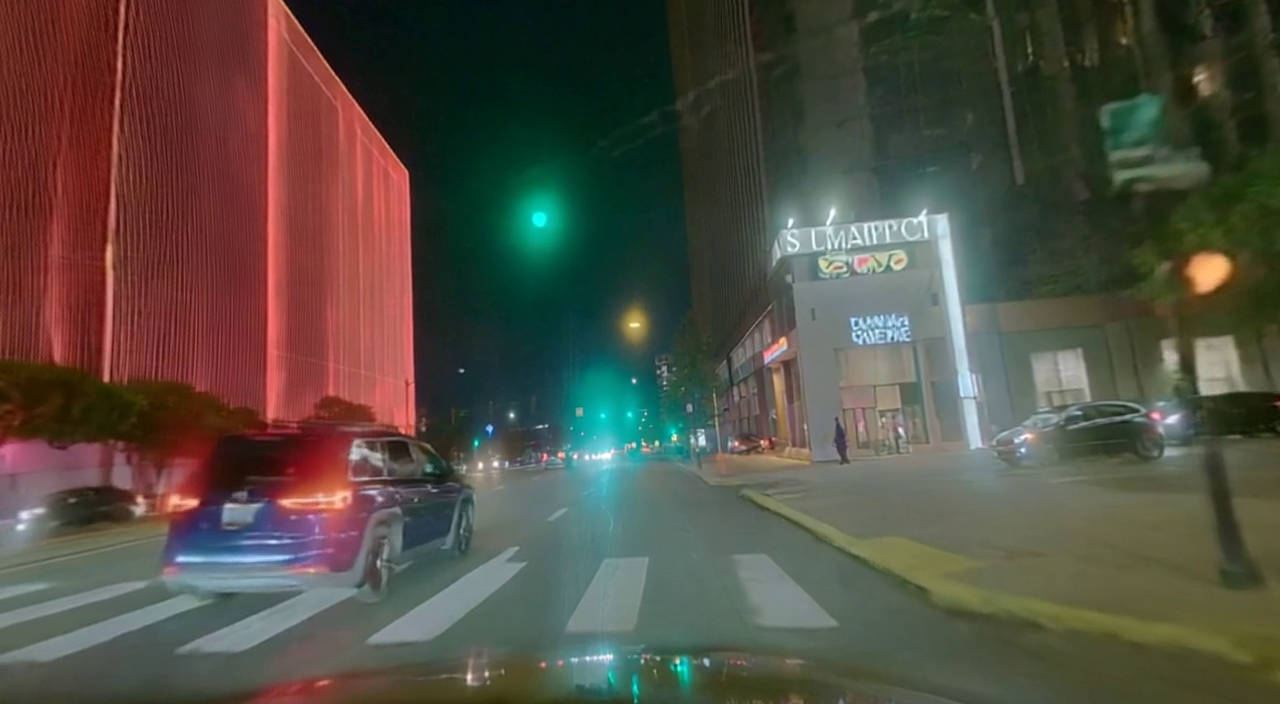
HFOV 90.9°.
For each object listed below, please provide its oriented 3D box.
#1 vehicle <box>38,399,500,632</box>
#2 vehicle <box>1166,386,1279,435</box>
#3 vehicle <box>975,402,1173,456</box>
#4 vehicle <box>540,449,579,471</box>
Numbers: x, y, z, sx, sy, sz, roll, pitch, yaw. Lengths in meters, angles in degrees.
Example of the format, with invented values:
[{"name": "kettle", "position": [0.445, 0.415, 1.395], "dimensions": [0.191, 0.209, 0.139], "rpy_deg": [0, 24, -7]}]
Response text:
[{"name": "vehicle", "position": [-3.372, 1.611, 7.301], "dimensions": [2.277, 1.743, 4.893], "rpy_deg": [0, -9, 1]}, {"name": "vehicle", "position": [24.800, 2.506, 26.046], "dimensions": [1.903, 1.700, 4.934], "rpy_deg": [0, -9, 1]}, {"name": "vehicle", "position": [13.229, 2.403, 19.446], "dimensions": [4.573, 1.532, 1.983], "rpy_deg": [0, -9, 1]}, {"name": "vehicle", "position": [-5.725, 7.717, 45.322], "dimensions": [2.030, 1.488, 4.650], "rpy_deg": [-1, -9, 2]}]
